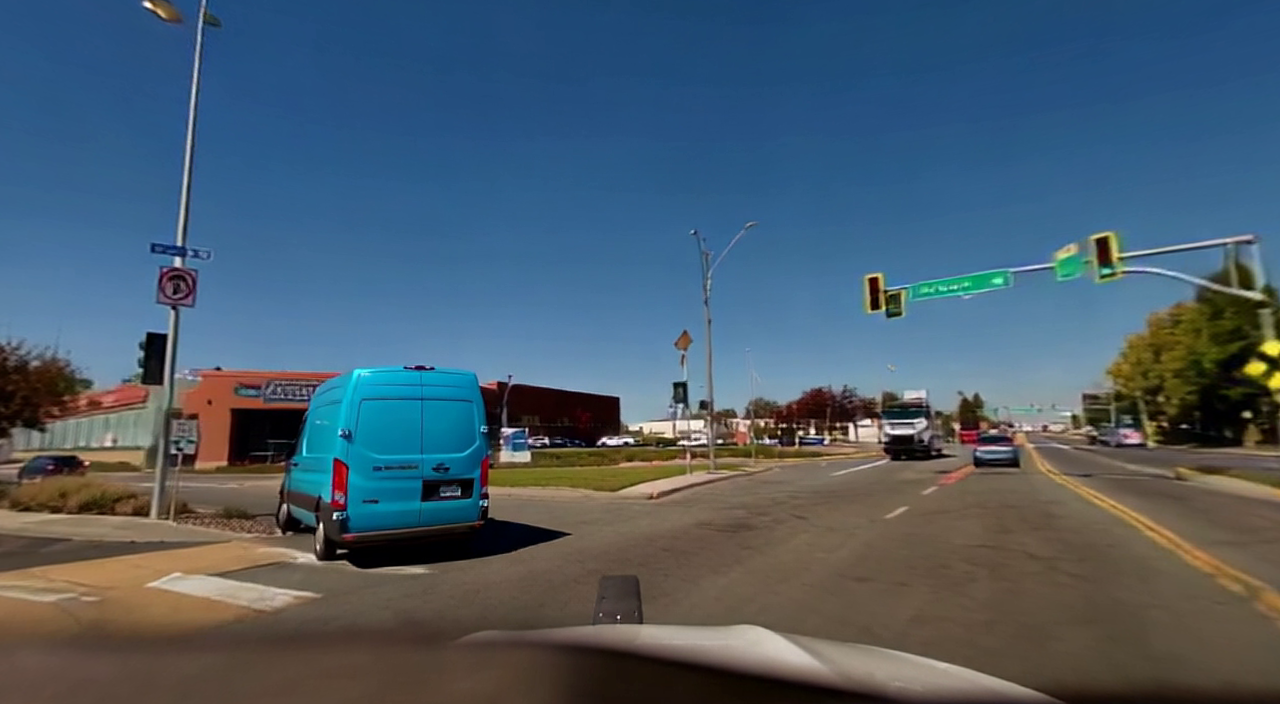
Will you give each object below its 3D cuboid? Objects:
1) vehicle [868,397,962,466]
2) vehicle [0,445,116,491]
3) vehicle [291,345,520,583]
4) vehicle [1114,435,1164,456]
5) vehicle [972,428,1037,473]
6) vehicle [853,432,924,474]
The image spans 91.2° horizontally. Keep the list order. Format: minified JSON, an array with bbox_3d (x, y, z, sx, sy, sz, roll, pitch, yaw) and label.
[{"bbox_3d":[16.523,4.826,36.814,3.158,3.294,13.584,-5,-10,31],"label":"vehicle"},{"bbox_3d":[-21.927,4.282,23.381,4.457,1.533,1.933,-5,-10,28],"label":"vehicle"},{"bbox_3d":[-4.067,1.679,10.053,2.432,2.624,5.670,4,-10,-29],"label":"vehicle"},{"bbox_3d":[37.103,6.947,46.700,2.144,1.473,4.250,-5,-10,29],"label":"vehicle"},{"bbox_3d":[14.481,3.901,24.857,1.948,1.613,3.879,-6,-10,31],"label":"vehicle"},{"bbox_3d":[10.514,4.221,26.304,2.017,1.599,4.436,-5,-10,30],"label":"vehicle"}]
